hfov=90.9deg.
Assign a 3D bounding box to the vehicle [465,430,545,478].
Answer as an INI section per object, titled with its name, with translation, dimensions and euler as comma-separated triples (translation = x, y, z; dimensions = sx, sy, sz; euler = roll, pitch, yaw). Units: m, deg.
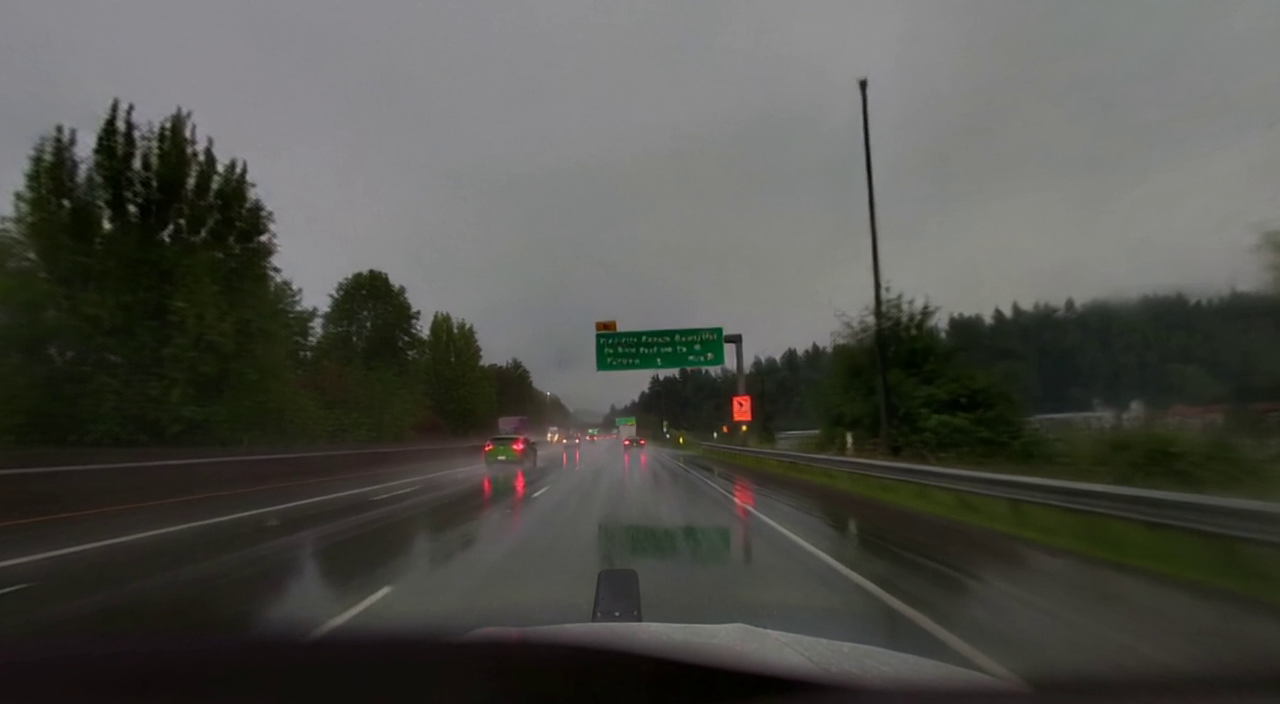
[vehicle]
translation = -4.560, 3.485, 21.870
dimensions = 1.959, 1.514, 3.668
euler = 0, -8, 0
